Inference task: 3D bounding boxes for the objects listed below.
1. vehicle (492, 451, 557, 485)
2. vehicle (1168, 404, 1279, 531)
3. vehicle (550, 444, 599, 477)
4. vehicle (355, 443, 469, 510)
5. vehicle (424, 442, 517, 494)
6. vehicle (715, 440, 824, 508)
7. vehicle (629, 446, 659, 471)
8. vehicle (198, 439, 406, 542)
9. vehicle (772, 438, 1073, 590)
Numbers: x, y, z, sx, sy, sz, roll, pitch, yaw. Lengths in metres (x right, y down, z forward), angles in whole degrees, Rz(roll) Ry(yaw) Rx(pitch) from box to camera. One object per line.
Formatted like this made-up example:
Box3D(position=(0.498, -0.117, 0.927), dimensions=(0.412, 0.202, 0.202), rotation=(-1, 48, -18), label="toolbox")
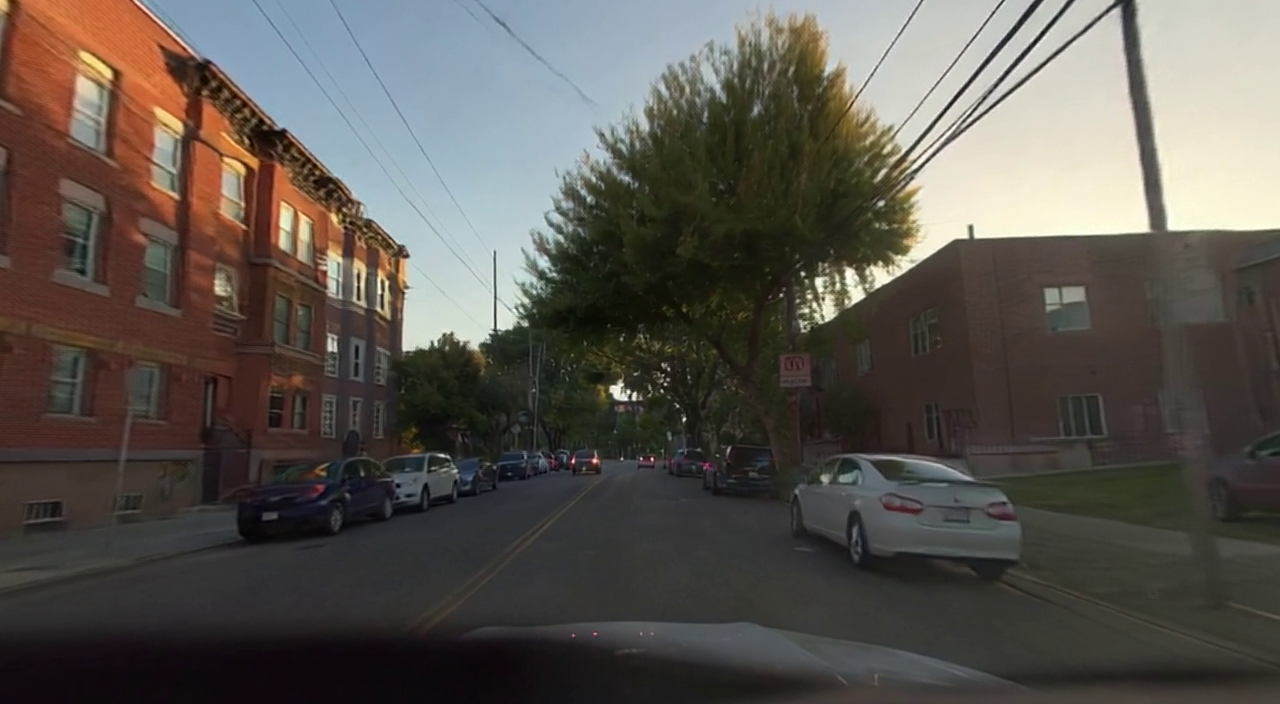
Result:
Box3D(position=(-5.819, 5.750, 31.388), dimensions=(1.994, 1.510, 4.802), rotation=(4, -11, -24), label="vehicle")
Box3D(position=(9.759, 1.499, 8.345), dimensions=(1.968, 1.713, 4.379), rotation=(-3, -11, 6), label="vehicle")
Box3D(position=(-3.857, 6.563, 38.118), dimensions=(2.236, 1.834, 4.743), rotation=(-1, -10, 3), label="vehicle")
Box3D(position=(-6.771, 3.754, 19.340), dimensions=(1.925, 1.759, 4.396), rotation=(0, -10, -1), label="vehicle")
Box3D(position=(-6.804, 4.779, 26.177), dimensions=(2.263, 1.882, 5.706), rotation=(0, -10, 0), label="vehicle")
Box3D(position=(3.280, 3.225, 16.921), dimensions=(1.895, 1.553, 4.235), rotation=(0, -10, -1), label="vehicle")
Box3D(position=(0.237, 7.889, 46.637), dimensions=(2.059, 1.736, 3.994), rotation=(0, -10, -1), label="vehicle")
Box3D(position=(-6.847, 2.852, 13.595), dimensions=(1.930, 1.756, 4.955), rotation=(0, -10, -3), label="vehicle")
Box3D(position=(3.261, 1.981, 8.518), dimensions=(1.885, 1.464, 4.466), rotation=(0, -10, -1), label="vehicle")
